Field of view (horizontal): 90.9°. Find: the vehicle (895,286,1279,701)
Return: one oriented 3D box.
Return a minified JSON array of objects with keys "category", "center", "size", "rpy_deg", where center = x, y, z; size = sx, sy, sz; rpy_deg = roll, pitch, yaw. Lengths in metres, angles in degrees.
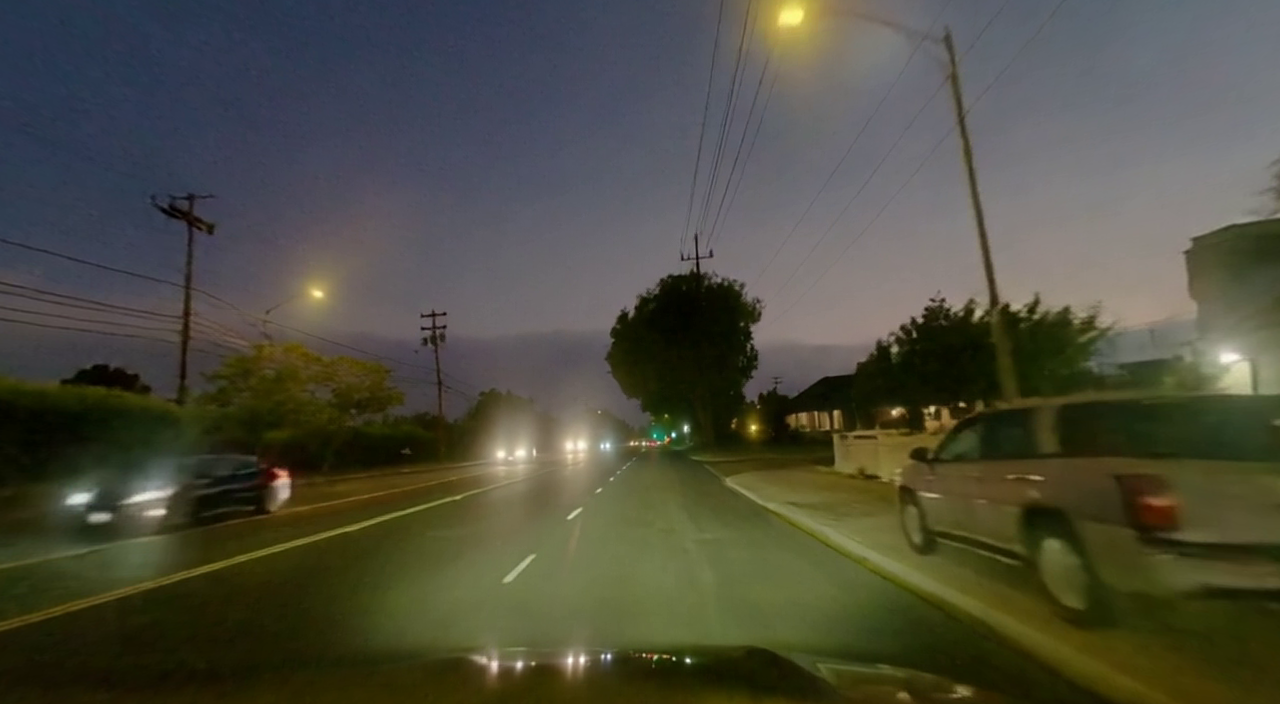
[{"category":"vehicle","center":[4.066,0.930,4.789],"size":[2.228,1.885,4.854],"rpy_deg":[0,-8,0]}]

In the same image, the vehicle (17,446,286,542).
[{"category":"vehicle","center":[-9.114,2.615,12.348],"size":[1.915,1.539,4.106],"rpy_deg":[0,-8,1]}]

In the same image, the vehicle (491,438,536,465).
[{"category":"vehicle","center":[-8.576,6.784,42.983],"size":[2.003,1.719,4.489],"rpy_deg":[-1,-8,2]}]
